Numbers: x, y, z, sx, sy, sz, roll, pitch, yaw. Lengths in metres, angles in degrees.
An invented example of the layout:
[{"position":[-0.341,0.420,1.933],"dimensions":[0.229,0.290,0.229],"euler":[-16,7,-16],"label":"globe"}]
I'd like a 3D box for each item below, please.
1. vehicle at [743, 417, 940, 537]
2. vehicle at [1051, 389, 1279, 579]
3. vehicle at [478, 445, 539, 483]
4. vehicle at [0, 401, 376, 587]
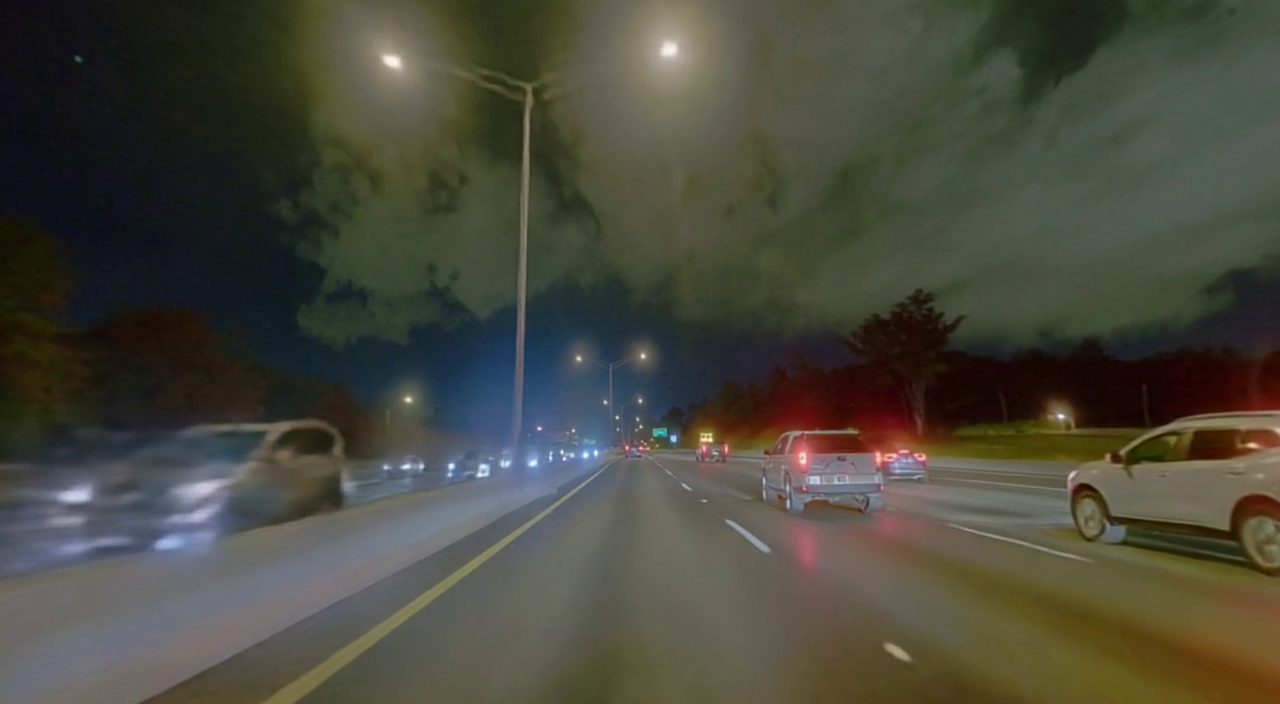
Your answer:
[{"position":[3.254,2.120,11.307],"dimensions":[2.059,1.711,4.302],"euler":[0,-9,0],"label":"vehicle"},{"position":[7.146,1.375,6.784],"dimensions":[2.040,1.801,4.959],"euler":[0,-9,-1],"label":"vehicle"},{"position":[-5.725,4.919,27.943],"dimensions":[1.888,1.532,3.906],"euler":[0,-9,0],"label":"vehicle"},{"position":[-5.632,1.762,8.667],"dimensions":[2.048,1.838,4.587],"euler":[0,-9,-1],"label":"vehicle"}]
